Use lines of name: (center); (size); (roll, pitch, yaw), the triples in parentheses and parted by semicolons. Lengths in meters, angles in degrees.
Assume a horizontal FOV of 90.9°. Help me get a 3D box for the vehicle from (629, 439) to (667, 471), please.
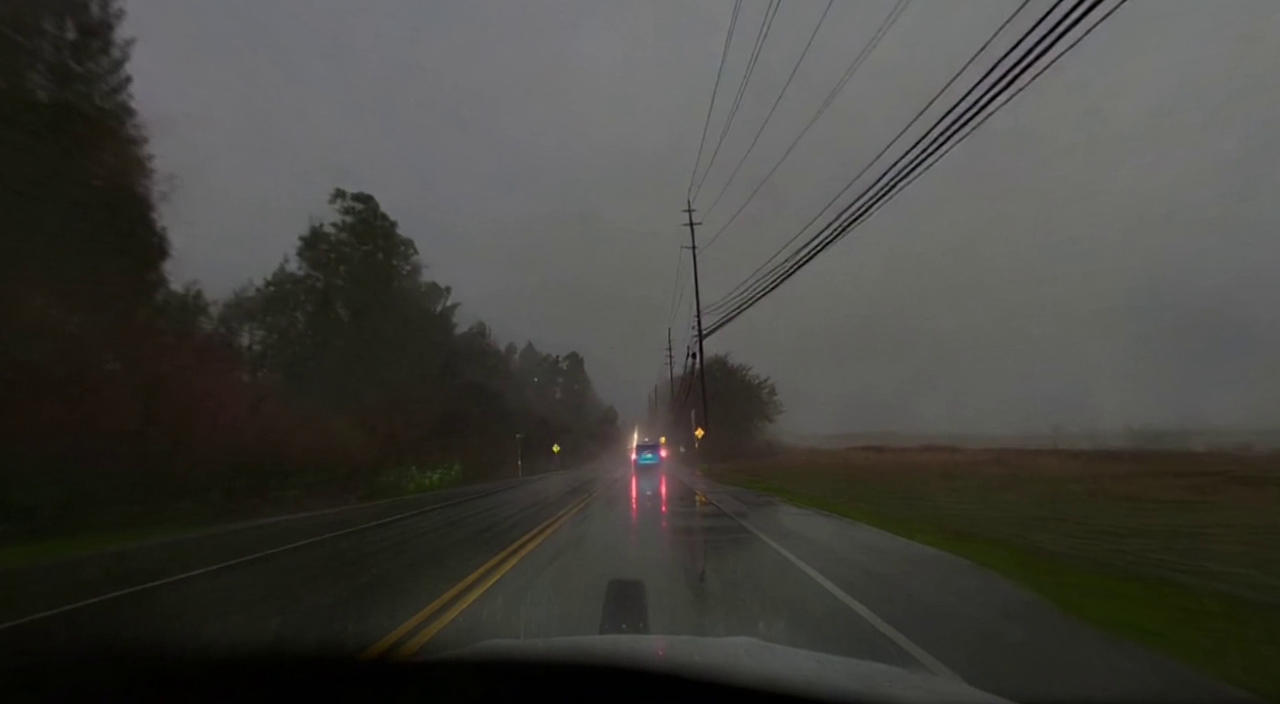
vehicle: (0.550, 6.994, 43.081); (2.468, 2.056, 4.422); (0, -8, 0)
